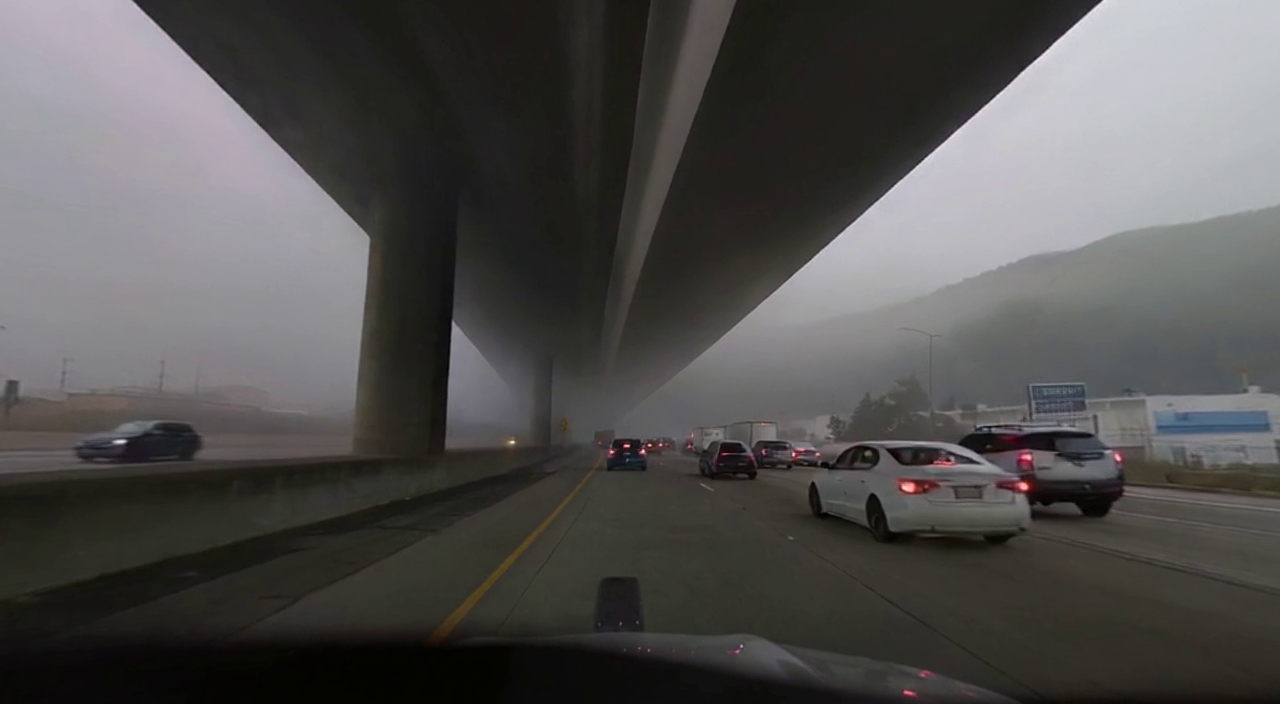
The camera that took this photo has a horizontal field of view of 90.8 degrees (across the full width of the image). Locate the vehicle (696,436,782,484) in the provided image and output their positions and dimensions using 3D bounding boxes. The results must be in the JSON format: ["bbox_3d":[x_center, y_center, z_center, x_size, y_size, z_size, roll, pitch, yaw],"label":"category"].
[{"bbox_3d":[3.337,3.745,22.272,2.057,1.517,4.538,0,-8,-3],"label":"vehicle"}]

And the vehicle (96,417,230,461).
[{"bbox_3d":[-19.303,3.579,25.862,1.965,1.627,4.533,0,-8,-1],"label":"vehicle"}]

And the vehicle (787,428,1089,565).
[{"bbox_3d":[3.820,1.927,9.364,1.923,1.462,4.895,0,-8,-2],"label":"vehicle"}]

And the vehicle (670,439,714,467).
[{"bbox_3d":[2.920,5.821,36.689,1.905,1.491,4.468,0,-8,-4],"label":"vehicle"}]

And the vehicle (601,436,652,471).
[{"bbox_3d":[-0.734,4.806,30.062,2.266,1.549,3.978,0,-8,-3],"label":"vehicle"}]

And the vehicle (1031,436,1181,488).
[{"bbox_3d":[14.323,3.385,19.706,1.825,1.458,3.612,0,-8,-2],"label":"vehicle"}]

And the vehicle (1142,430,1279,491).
[{"bbox_3d":[17.873,3.177,18.858,2.026,1.609,4.419,0,-8,-2],"label":"vehicle"}]
